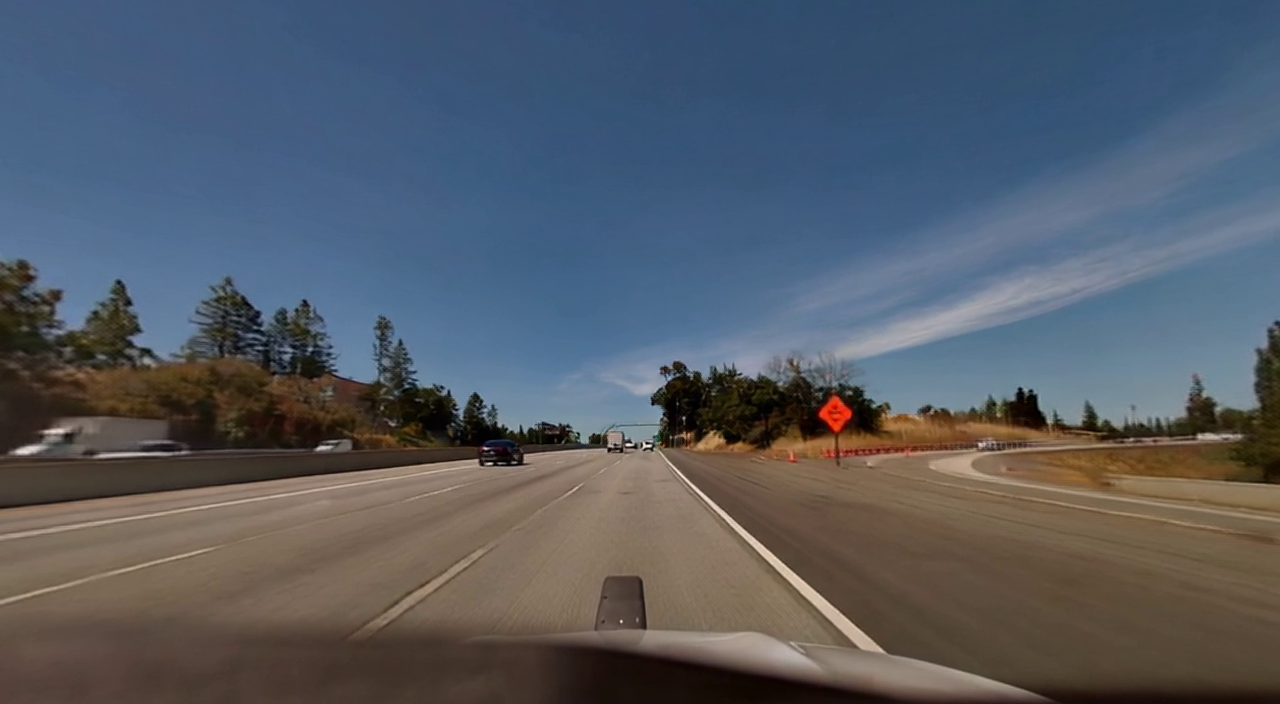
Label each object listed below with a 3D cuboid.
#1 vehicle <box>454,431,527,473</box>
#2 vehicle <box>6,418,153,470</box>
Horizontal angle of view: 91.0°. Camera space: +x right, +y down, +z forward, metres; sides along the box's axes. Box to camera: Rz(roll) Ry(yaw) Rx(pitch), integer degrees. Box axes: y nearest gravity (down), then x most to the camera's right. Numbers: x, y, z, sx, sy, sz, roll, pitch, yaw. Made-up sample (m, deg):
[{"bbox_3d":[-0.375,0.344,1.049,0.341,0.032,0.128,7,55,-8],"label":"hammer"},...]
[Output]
[{"bbox_3d":[-6.851,4.636,29.487,2.103,1.775,4.966,0,-8,1],"label":"vehicle"},{"bbox_3d":[-25.805,4.258,29.282,2.351,2.192,4.592,0,-8,3],"label":"vehicle"}]
